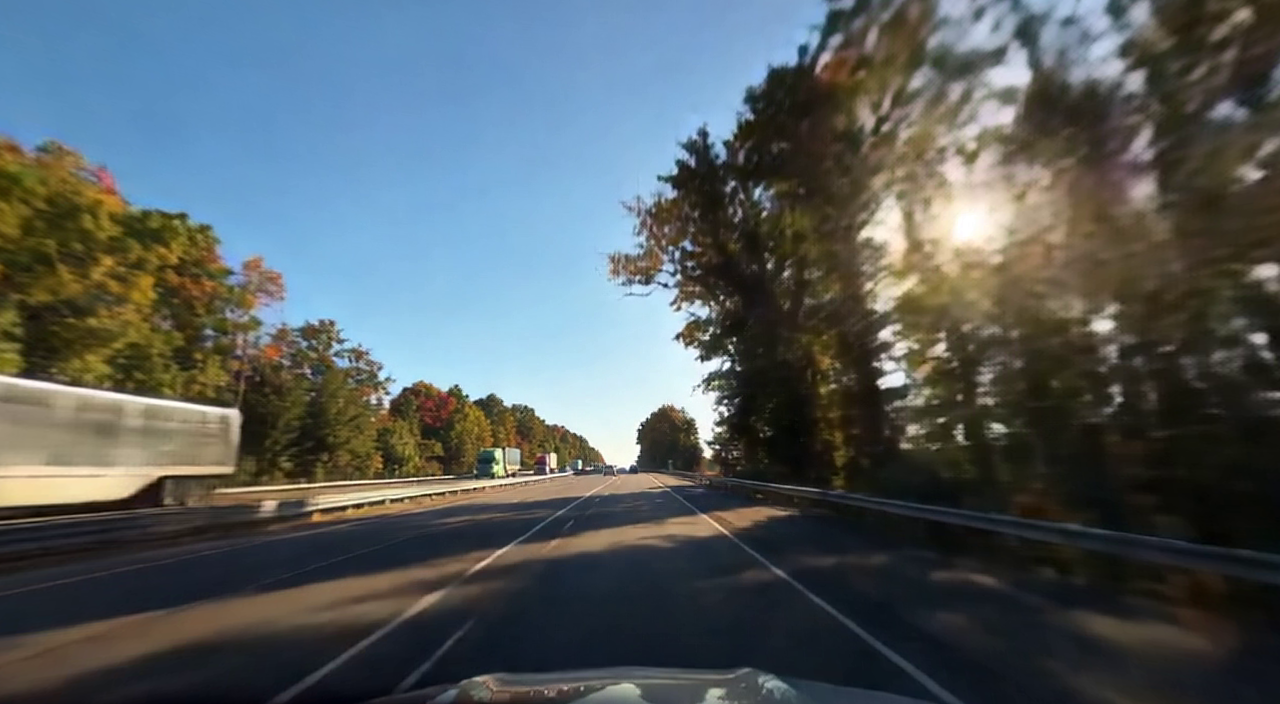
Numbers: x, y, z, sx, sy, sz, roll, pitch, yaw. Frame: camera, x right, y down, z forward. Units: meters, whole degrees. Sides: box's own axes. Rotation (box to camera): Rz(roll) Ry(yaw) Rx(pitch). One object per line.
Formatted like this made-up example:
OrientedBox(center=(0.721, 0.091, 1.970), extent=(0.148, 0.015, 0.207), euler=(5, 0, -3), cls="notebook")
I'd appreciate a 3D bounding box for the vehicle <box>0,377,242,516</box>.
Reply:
OrientedBox(center=(-17.108, 3.169, 20.452), extent=(2.816, 3.554, 8.526), euler=(0, -10, -1), cls="vehicle")
